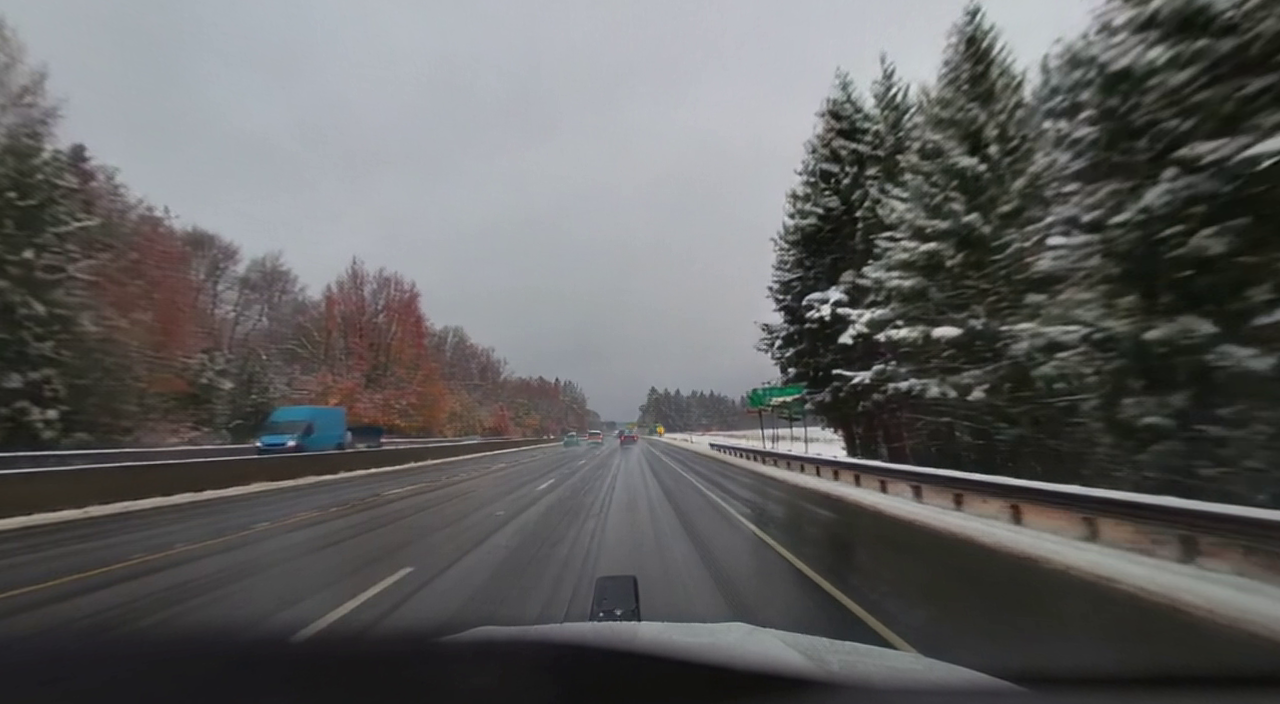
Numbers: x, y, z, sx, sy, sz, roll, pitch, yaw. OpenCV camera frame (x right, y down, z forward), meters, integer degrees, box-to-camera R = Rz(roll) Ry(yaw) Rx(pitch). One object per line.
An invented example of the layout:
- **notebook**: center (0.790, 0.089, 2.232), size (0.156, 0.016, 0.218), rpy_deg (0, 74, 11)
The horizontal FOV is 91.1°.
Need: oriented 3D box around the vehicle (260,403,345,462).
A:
- **vehicle**: center (-25.429, 6.158, 47.791), size (3.053, 4.137, 6.199), rpy_deg (0, -8, -2)
